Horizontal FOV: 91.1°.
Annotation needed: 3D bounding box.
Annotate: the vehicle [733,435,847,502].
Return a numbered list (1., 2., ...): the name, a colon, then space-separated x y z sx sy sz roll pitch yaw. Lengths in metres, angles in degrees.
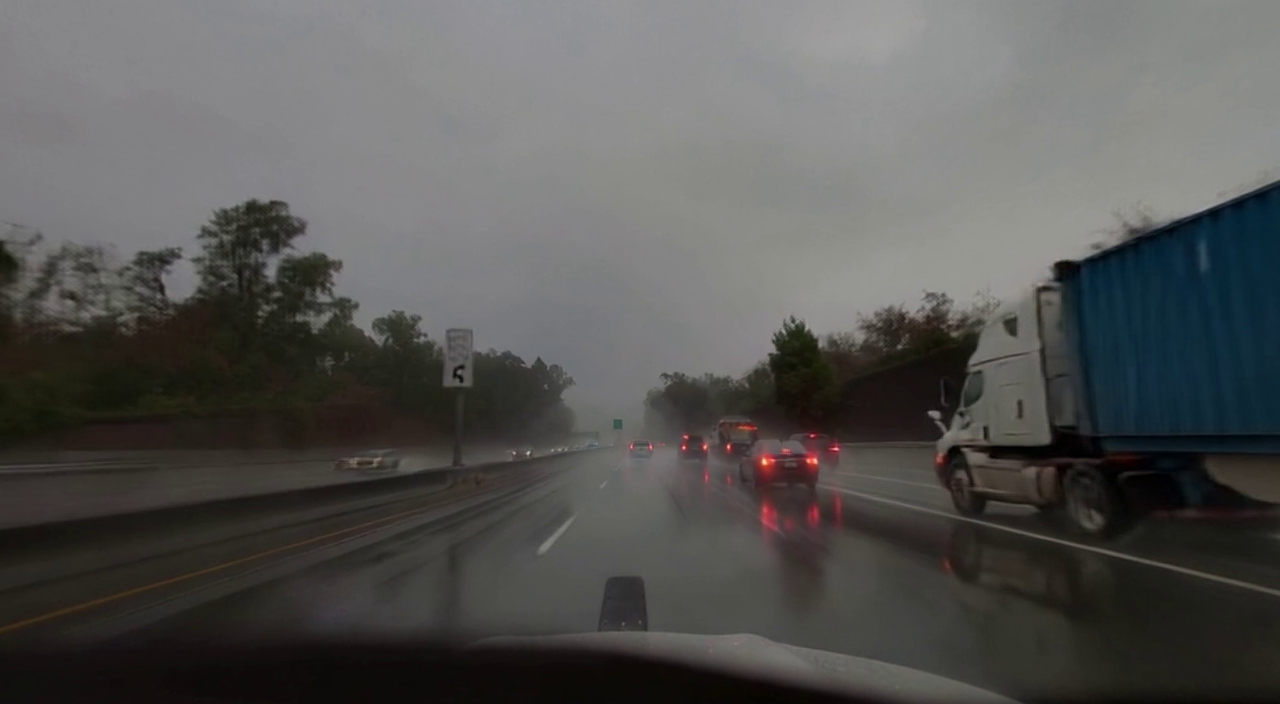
1. vehicle: 3.732 2.973 16.546 1.888 1.501 4.608 0 -8 0

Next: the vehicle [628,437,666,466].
1. vehicle: 0.472 6.423 40.537 2.313 1.736 4.215 0 -8 1

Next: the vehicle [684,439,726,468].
1. vehicle: 3.933 6.195 38.591 2.084 1.668 4.511 0 -8 0

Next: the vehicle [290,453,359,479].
1. vehicle: -20.734 7.478 41.455 2.070 1.492 4.641 0 -8 1

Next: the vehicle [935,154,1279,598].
1. vehicle: 7.286 0.613 8.447 2.824 4.018 7.624 0 -8 0

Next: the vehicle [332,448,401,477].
1. vehicle: -17.038 6.879 39.346 2.123 1.677 4.721 0 -8 1

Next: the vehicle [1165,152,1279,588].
1. vehicle: 7.275 -0.365 2.152 2.752 3.975 9.319 0 -8 0
